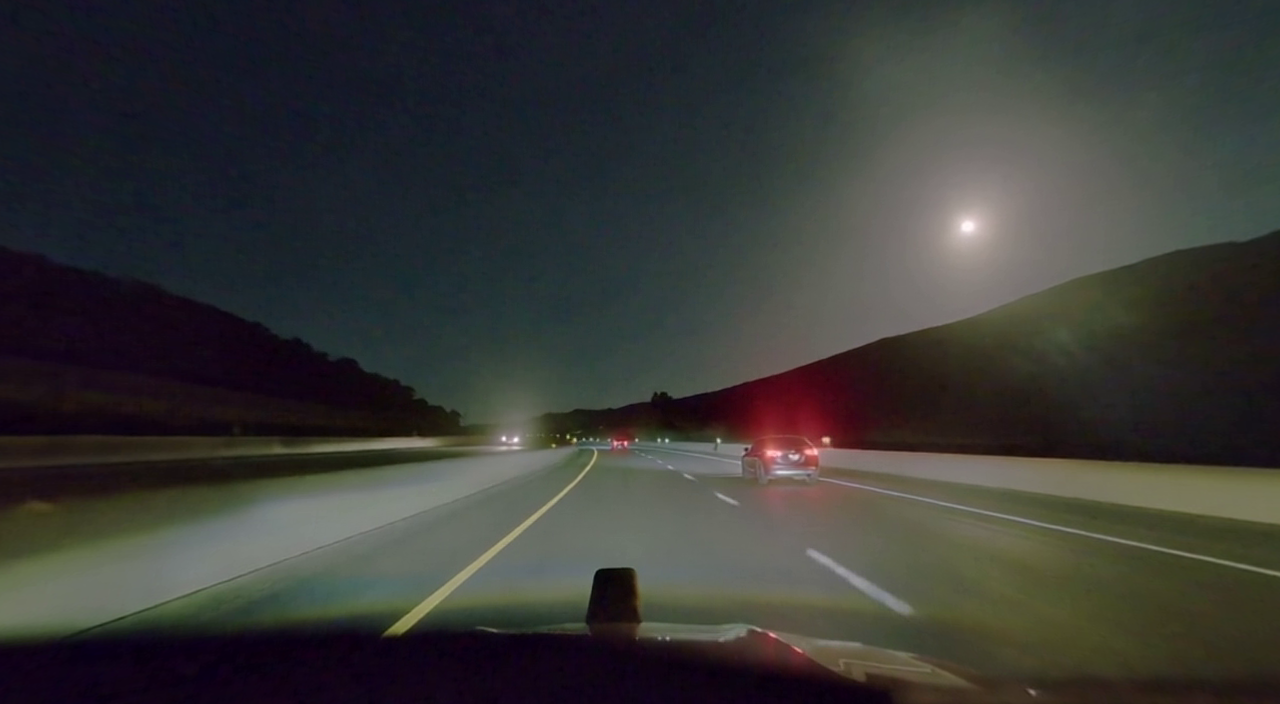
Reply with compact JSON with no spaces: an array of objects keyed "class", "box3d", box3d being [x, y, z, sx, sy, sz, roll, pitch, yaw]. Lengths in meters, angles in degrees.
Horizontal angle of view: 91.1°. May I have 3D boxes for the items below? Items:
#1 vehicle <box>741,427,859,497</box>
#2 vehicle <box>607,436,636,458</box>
[{"class":"vehicle","box3d":[3.787,2.658,15.594,1.852,1.513,3.652,0,-8,-2]},{"class":"vehicle","box3d":[-1.397,6.979,46.432,1.998,1.512,3.735,0,-8,-3]}]
